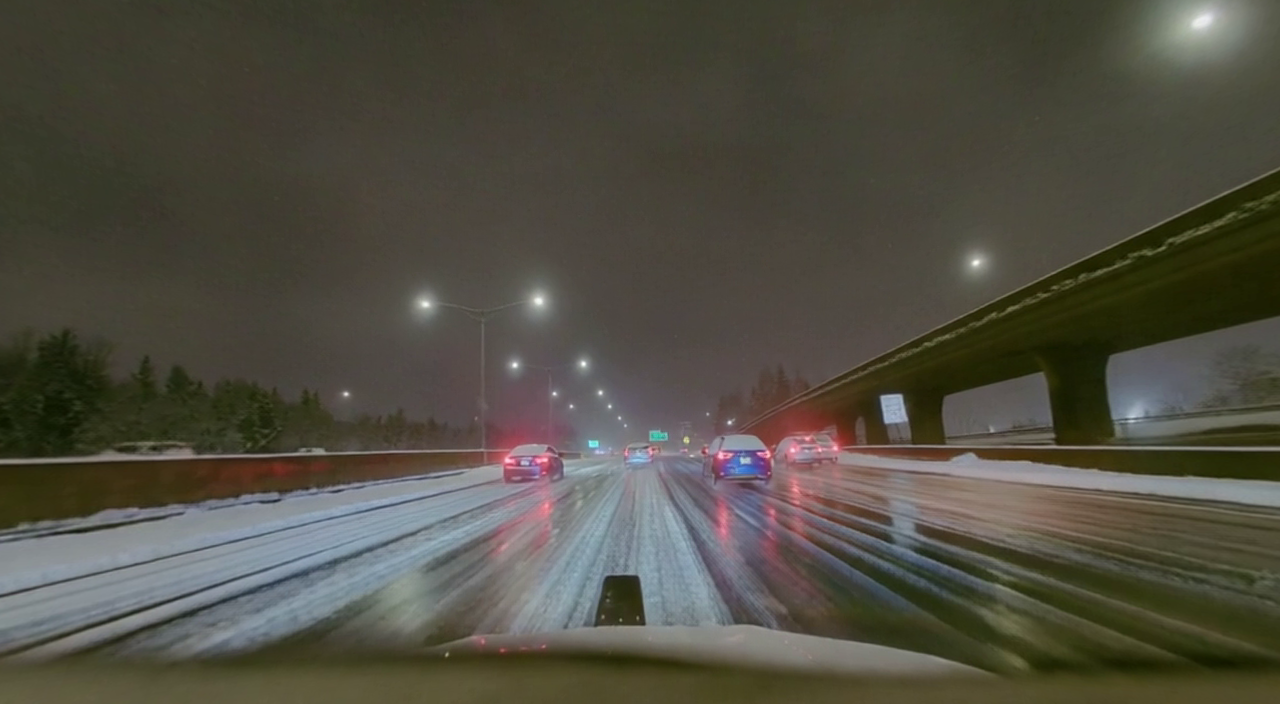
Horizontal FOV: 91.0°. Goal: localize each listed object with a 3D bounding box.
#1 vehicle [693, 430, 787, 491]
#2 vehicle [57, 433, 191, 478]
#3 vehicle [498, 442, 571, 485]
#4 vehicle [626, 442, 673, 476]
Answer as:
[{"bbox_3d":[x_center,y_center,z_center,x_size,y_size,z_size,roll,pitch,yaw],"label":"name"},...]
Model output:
[{"bbox_3d":[3.091,3.472,20.487,2.202,1.748,4.158,1,-8,-3],"label":"vehicle"},{"bbox_3d":[-26.565,5.345,32.752,2.204,2.082,5.496,0,-9,1],"label":"vehicle"},{"bbox_3d":[-3.961,4.258,24.401,2.031,1.491,4.145,0,-8,1],"label":"vehicle"},{"bbox_3d":[0.437,5.013,29.741,2.089,1.493,3.964,0,-8,0],"label":"vehicle"}]
